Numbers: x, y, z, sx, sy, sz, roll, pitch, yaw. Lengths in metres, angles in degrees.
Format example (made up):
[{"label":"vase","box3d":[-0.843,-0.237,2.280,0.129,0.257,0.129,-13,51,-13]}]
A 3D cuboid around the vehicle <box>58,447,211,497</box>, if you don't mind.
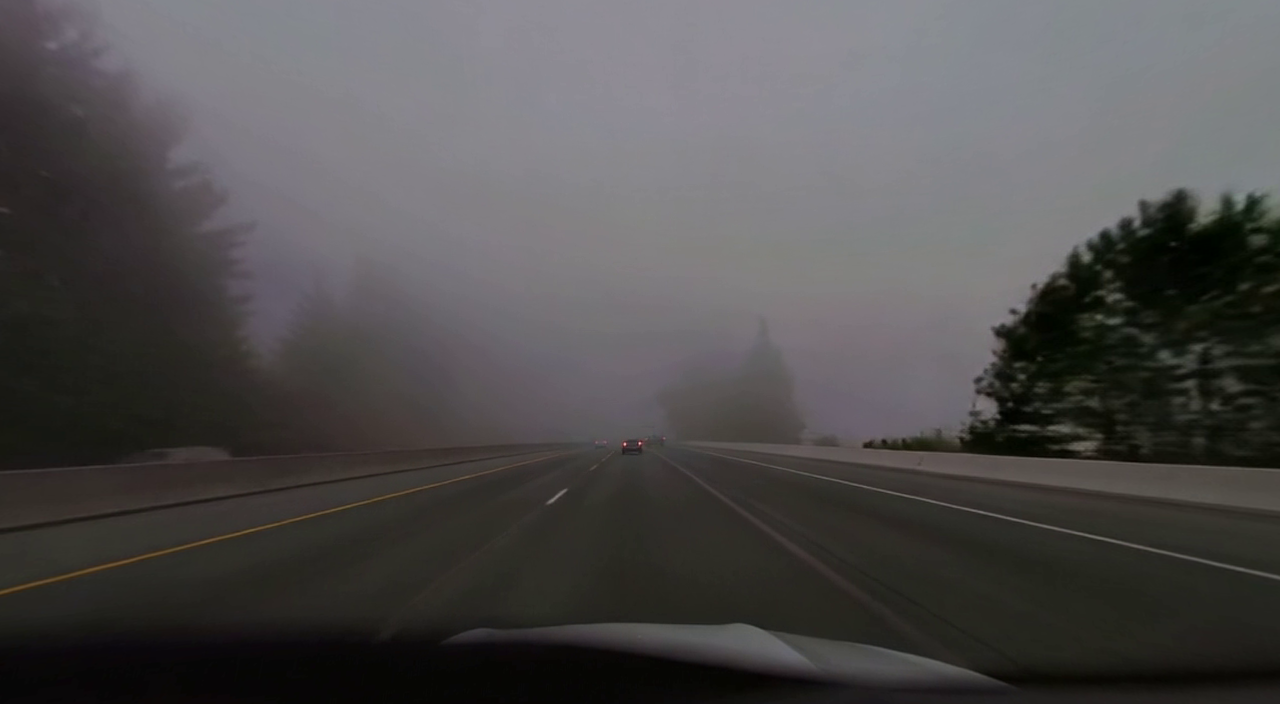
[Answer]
[{"label":"vehicle","box3d":[-15.414,3.624,19.469,1.975,1.340,3.358,0,-8,-2]}]
